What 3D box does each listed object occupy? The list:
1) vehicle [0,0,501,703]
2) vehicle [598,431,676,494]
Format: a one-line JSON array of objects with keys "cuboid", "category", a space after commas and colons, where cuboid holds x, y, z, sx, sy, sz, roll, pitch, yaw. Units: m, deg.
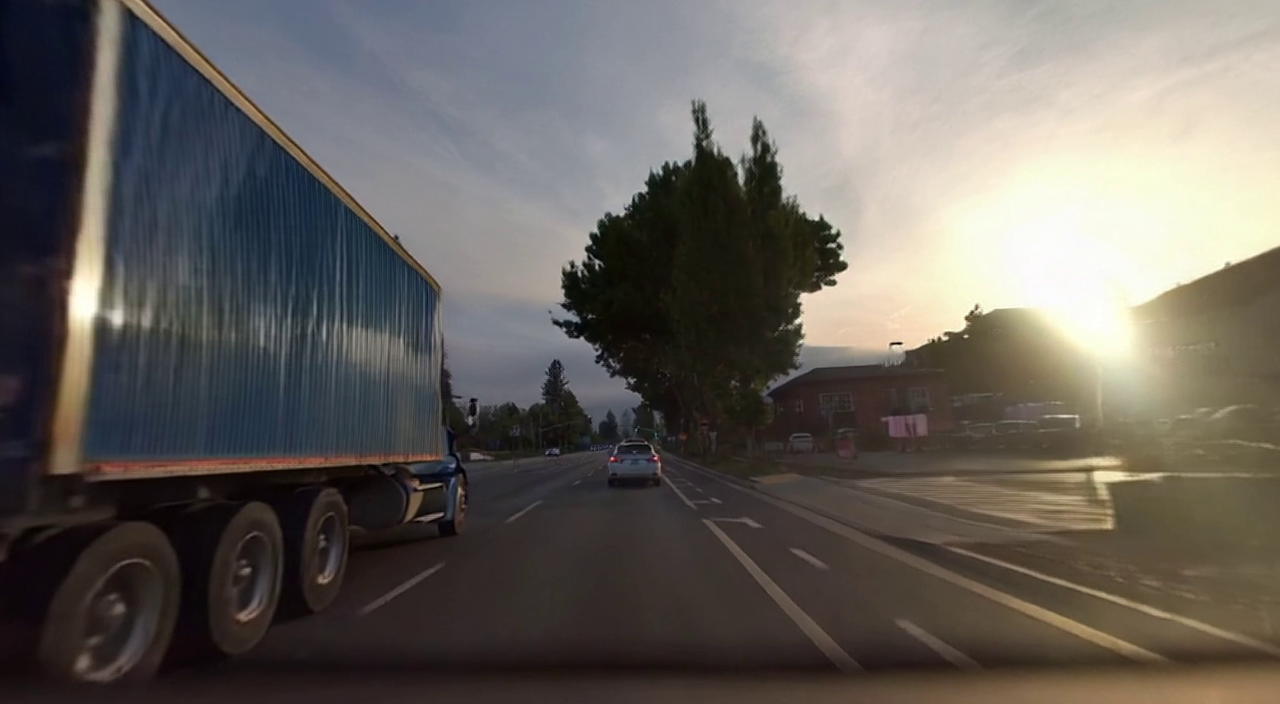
[{"cuboid": [-3.799, 0.029, 5.136, 2.996, 3.902, 10.410, 0, -9, 0], "category": "vehicle"}, {"cuboid": [-0.120, 3.249, 18.883, 2.094, 1.682, 3.866, 0, -9, -1], "category": "vehicle"}]
